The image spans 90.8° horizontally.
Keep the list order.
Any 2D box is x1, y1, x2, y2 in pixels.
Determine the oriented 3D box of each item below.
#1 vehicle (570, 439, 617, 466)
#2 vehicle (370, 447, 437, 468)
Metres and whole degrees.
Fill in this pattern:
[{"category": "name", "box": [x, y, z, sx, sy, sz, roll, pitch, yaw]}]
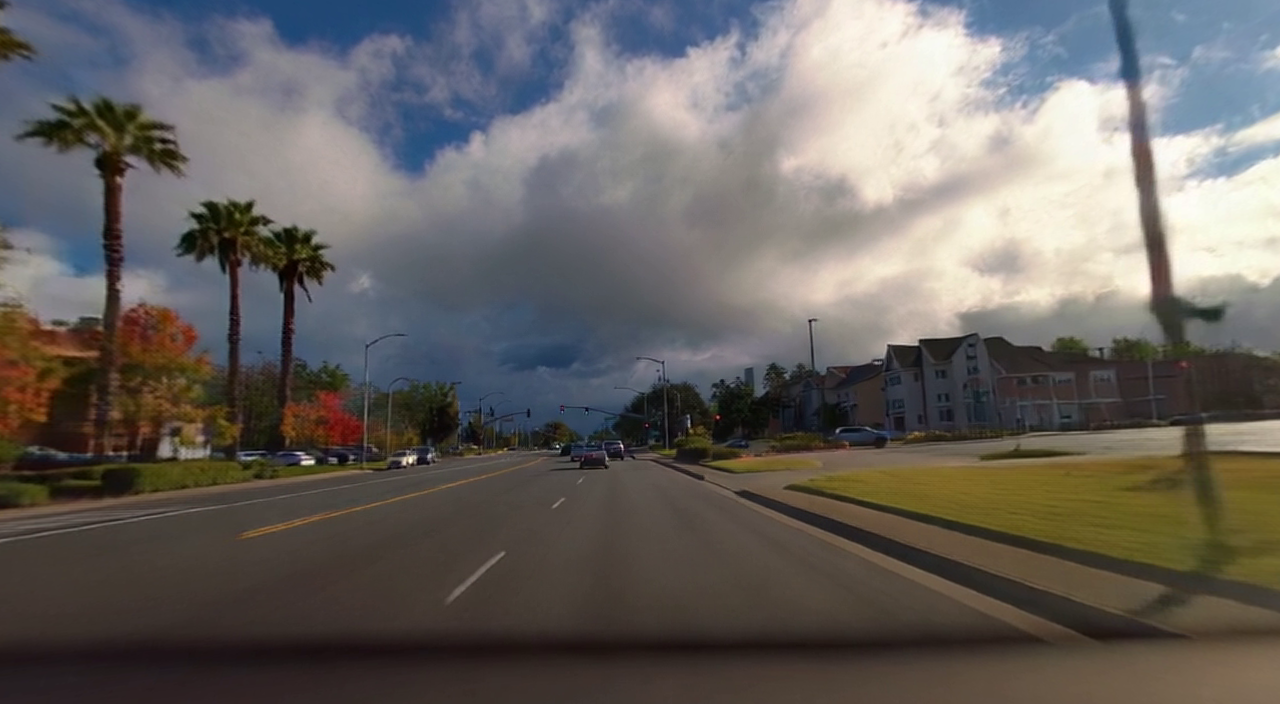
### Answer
[{"category": "vehicle", "box": [-2.751, 6.097, 38.370, 2.060, 1.526, 3.859, -1, -9, 7]}, {"category": "vehicle", "box": [-18.154, 8.067, 48.451, 4.784, 1.487, 1.903, -4, -9, 23]}]
